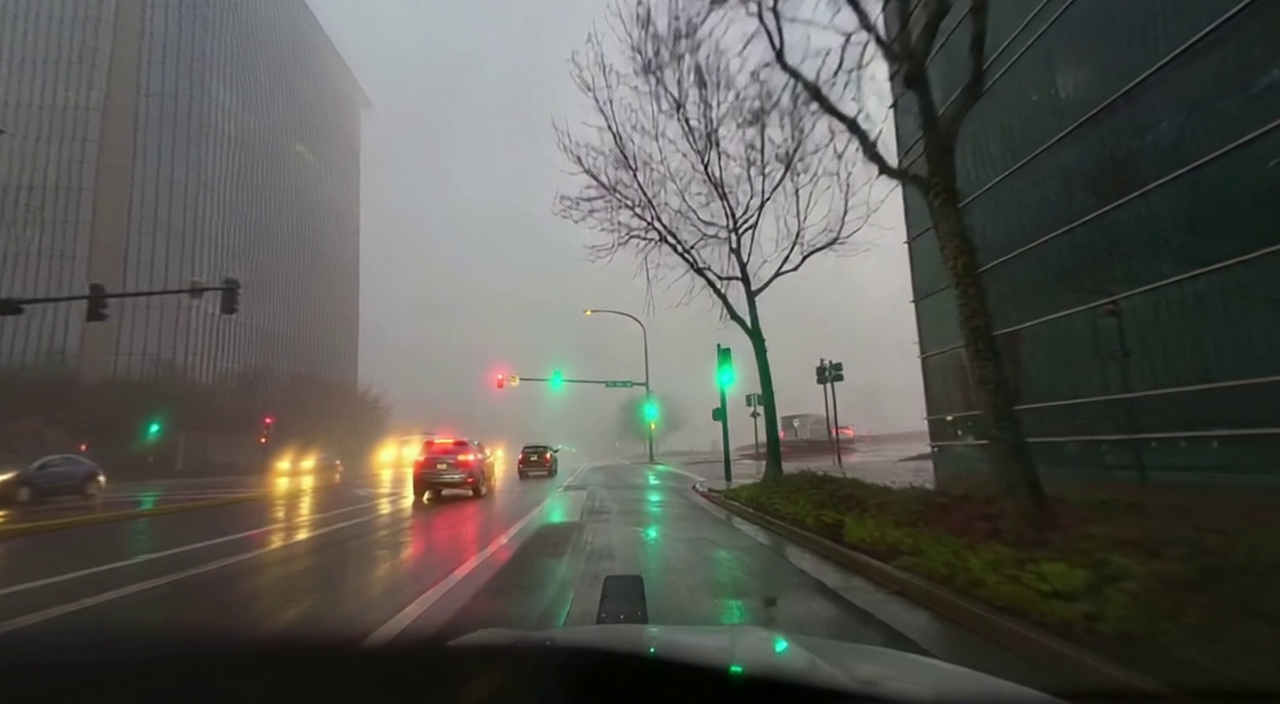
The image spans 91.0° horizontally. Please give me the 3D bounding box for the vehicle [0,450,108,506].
[{"bbox_3d":[-21.091,4.218,21.453,2.145,1.698,4.499,1,-9,-3],"label":"vehicle"}]

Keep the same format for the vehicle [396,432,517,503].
[{"bbox_3d":[-5.039,3.254,18.063,2.169,1.741,4.588,1,-9,-2],"label":"vehicle"}]

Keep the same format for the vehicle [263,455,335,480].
[{"bbox_3d":[-23.876,8.070,44.312,2.103,1.590,4.613,-1,-9,6],"label":"vehicle"}]

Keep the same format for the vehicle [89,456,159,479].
[{"bbox_3d":[-40.899,9.153,49.943,4.004,1.503,1.782,-2,-8,-2],"label":"vehicle"}]

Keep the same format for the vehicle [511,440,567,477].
[{"bbox_3d":[-5.529,5.941,35.316,2.384,1.849,5.009,0,-9,-1],"label":"vehicle"}]

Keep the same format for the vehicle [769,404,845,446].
[{"bbox_3d":[12.906,5.779,49.030,4.005,2.827,4.538,4,-11,-14],"label":"vehicle"}]
